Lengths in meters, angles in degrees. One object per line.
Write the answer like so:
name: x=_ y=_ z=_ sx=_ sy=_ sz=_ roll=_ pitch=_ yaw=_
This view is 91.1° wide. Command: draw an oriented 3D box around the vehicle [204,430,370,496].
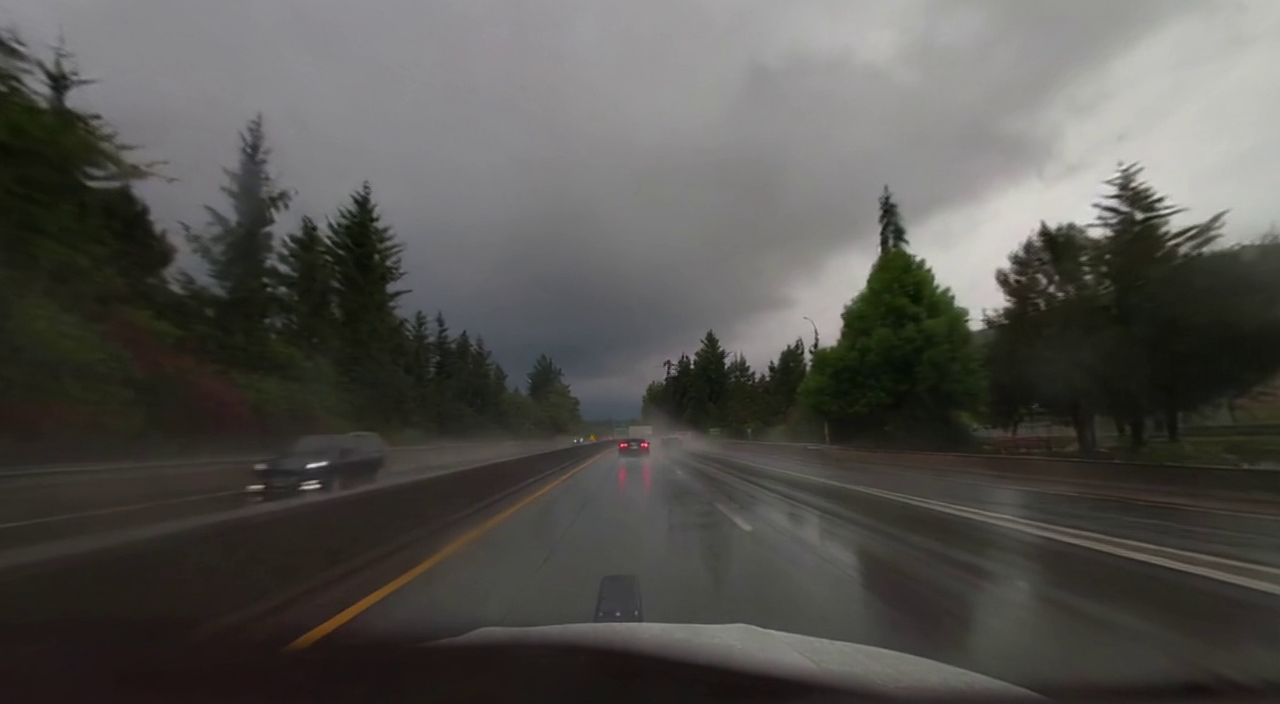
vehicle: x=-9.286 y=2.915 z=17.082 sx=1.963 sy=1.528 sz=4.497 roll=0 pitch=-8 yaw=-1

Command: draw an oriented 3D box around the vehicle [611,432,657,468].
vehicle: x=-0.296 y=4.347 z=28.118 sx=1.897 sy=1.479 sz=3.724 roll=0 pitch=-8 yaw=-2
